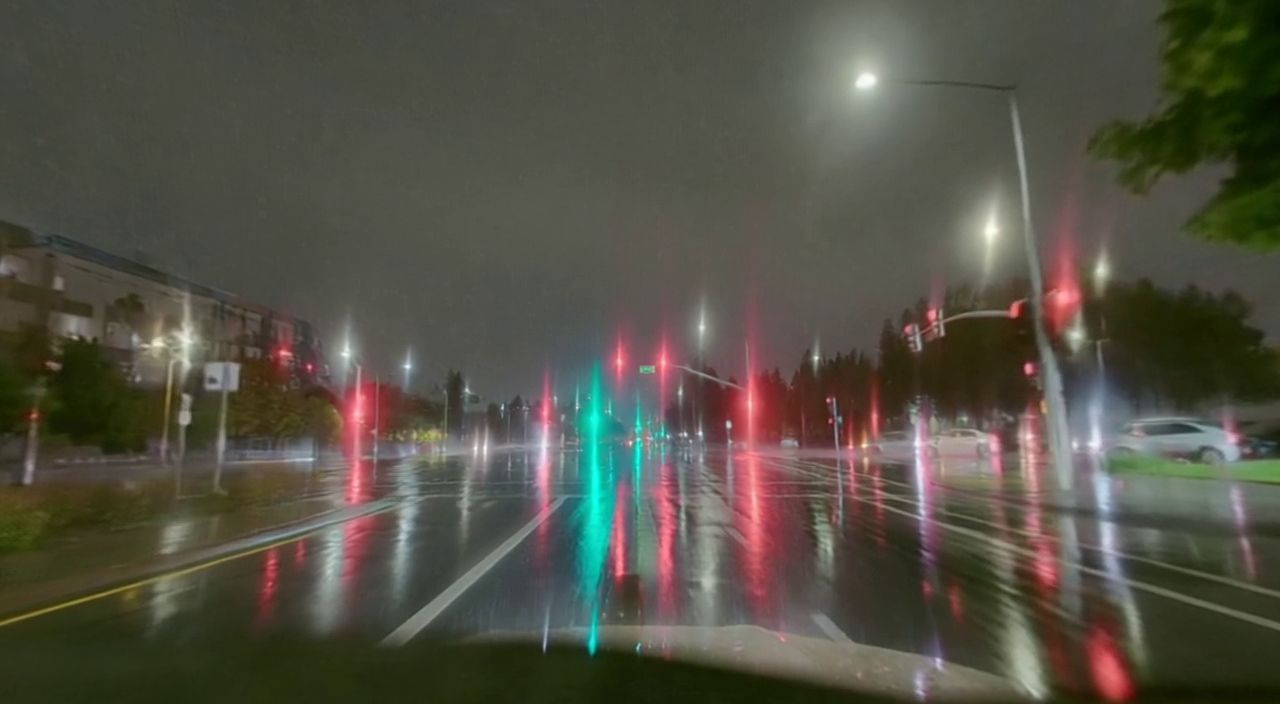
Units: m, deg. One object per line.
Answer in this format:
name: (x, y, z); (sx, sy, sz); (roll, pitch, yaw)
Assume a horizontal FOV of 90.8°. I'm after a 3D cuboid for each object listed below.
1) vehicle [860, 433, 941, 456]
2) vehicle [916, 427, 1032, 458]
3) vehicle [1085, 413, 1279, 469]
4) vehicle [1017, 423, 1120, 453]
vehicle: (15.381, 5.484, 37.447); (4.046, 1.306, 1.719); (-1, -8, 4)
vehicle: (17.267, 4.687, 32.817); (4.916, 1.504, 1.846); (0, -8, -1)
vehicle: (19.455, 3.200, 22.753); (5.212, 1.864, 2.044); (0, -8, 0)
vehicle: (25.592, 5.168, 37.858); (4.571, 1.698, 1.977); (-1, -8, 4)
